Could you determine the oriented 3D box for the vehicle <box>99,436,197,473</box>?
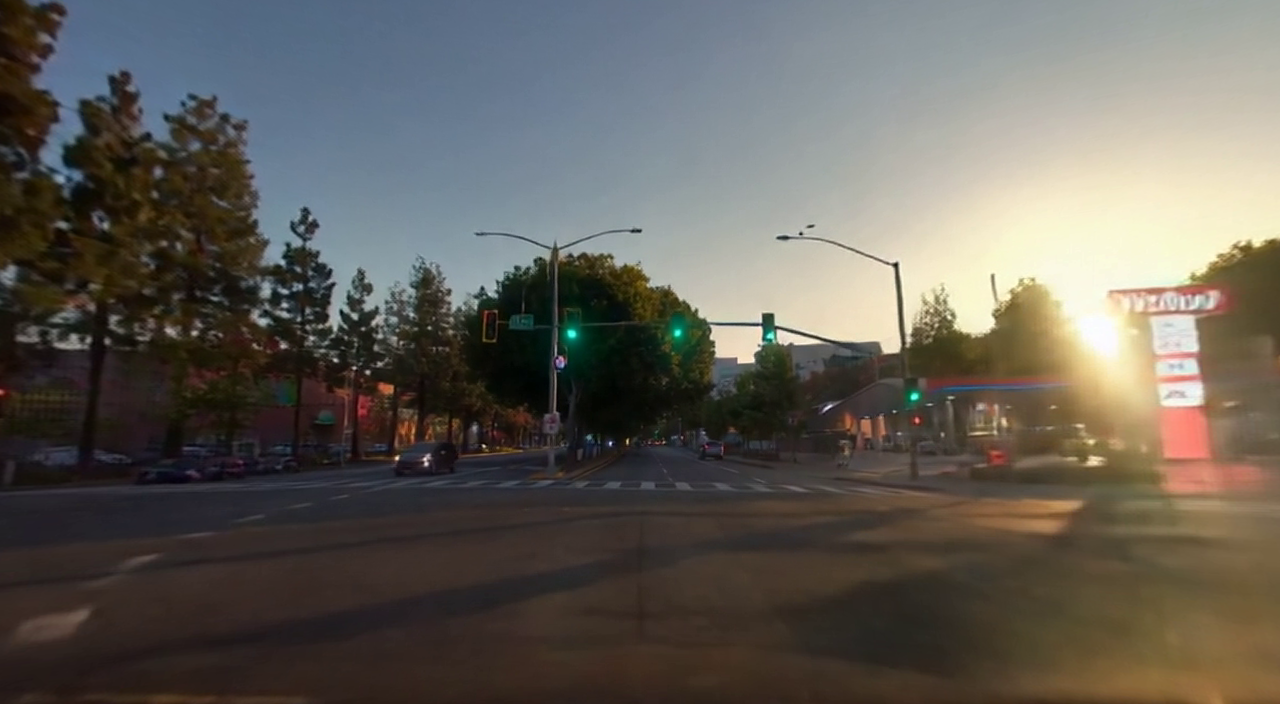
[{"bbox_3d":[-37.242,7.741,47.892,5.831,2.624,2.189,-1,-8,8],"label":"vehicle"}]

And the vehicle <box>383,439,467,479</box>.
[{"bbox_3d":[-9.224,4.613,27.493,2.029,1.452,4.598,-3,-9,1],"label":"vehicle"}]
